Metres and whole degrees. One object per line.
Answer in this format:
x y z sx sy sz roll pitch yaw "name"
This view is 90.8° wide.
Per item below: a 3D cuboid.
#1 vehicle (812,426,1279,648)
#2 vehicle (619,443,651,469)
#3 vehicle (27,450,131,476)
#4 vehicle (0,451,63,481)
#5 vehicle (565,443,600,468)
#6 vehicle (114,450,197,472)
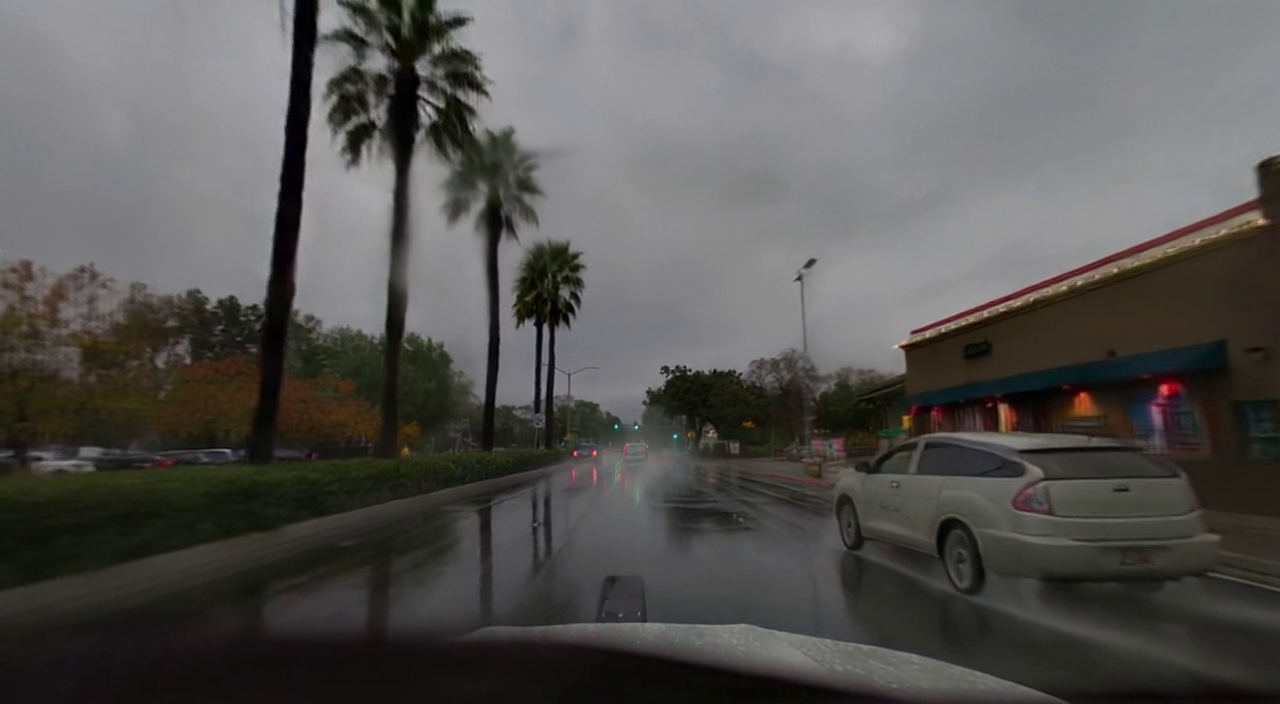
3.567 1.618 6.713 2.090 1.503 4.566 0 -9 -1 "vehicle"
-0.395 7.130 43.426 2.102 1.653 3.698 0 -9 -1 "vehicle"
-35.098 6.966 39.641 4.515 1.552 2.036 0 -9 -1 "vehicle"
-34.709 6.200 34.533 4.277 1.537 1.942 0 -9 -3 "vehicle"
-4.082 7.460 45.710 2.071 1.744 4.500 0 -9 0 "vehicle"
-35.679 8.030 46.619 4.294 1.515 2.111 1 -9 -4 "vehicle"
